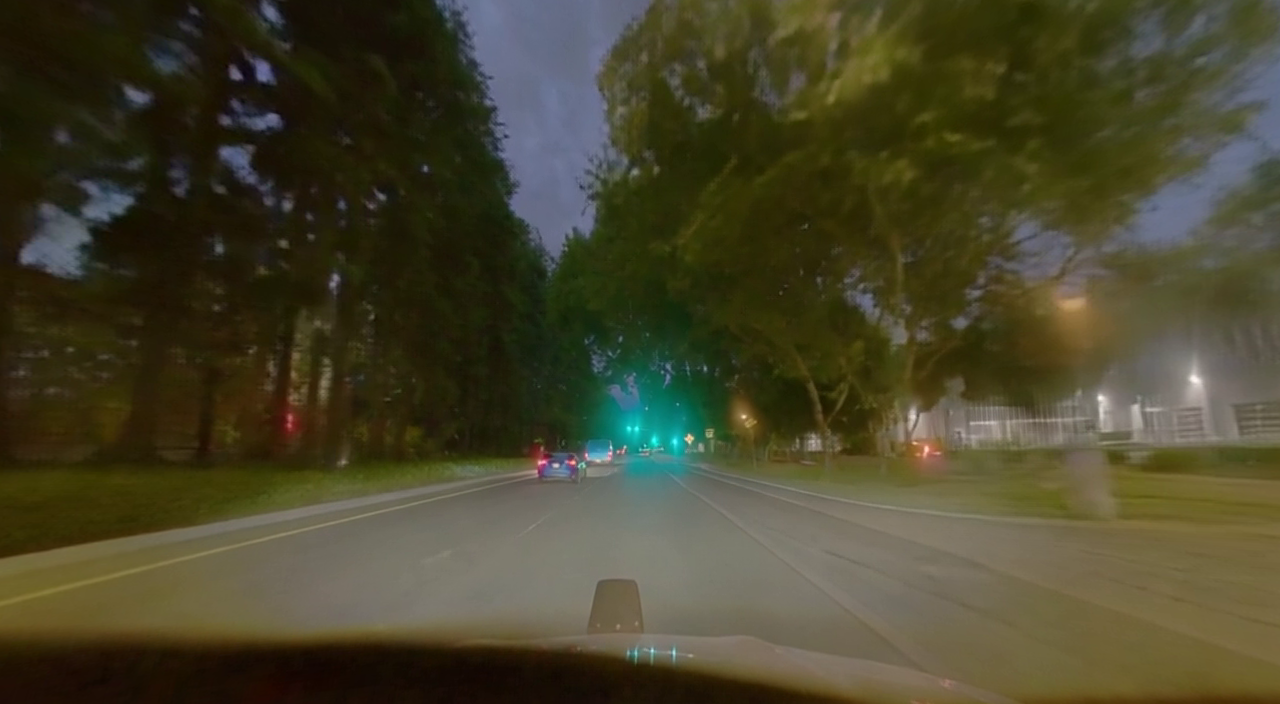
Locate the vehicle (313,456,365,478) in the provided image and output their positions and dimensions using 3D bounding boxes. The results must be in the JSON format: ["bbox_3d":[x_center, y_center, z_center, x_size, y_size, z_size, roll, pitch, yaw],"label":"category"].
[{"bbox_3d":[-22.800,8.725,48.079,1.817,1.499,4.440,0,-9,-1],"label":"vehicle"}]

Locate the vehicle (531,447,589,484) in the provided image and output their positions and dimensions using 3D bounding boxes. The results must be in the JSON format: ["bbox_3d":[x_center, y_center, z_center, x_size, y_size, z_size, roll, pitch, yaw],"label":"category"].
[{"bbox_3d":[-3.400,4.915,27.627,2.009,1.473,4.028,0,-9,0],"label":"vehicle"}]

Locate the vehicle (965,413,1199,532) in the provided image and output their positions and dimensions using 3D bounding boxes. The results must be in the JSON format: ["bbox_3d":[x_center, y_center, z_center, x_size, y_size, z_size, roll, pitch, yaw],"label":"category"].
[{"bbox_3d":[7.045,1.934,10.463,1.596,1.654,2.920,0,-9,-2],"label":"vehicle"}]

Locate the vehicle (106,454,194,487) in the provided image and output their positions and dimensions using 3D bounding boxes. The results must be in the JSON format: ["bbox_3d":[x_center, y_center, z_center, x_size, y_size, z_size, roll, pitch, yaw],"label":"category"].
[{"bbox_3d":[-32.801,8.052,42.534,2.140,1.763,5.276,2,-15,-7],"label":"vehicle"}]
